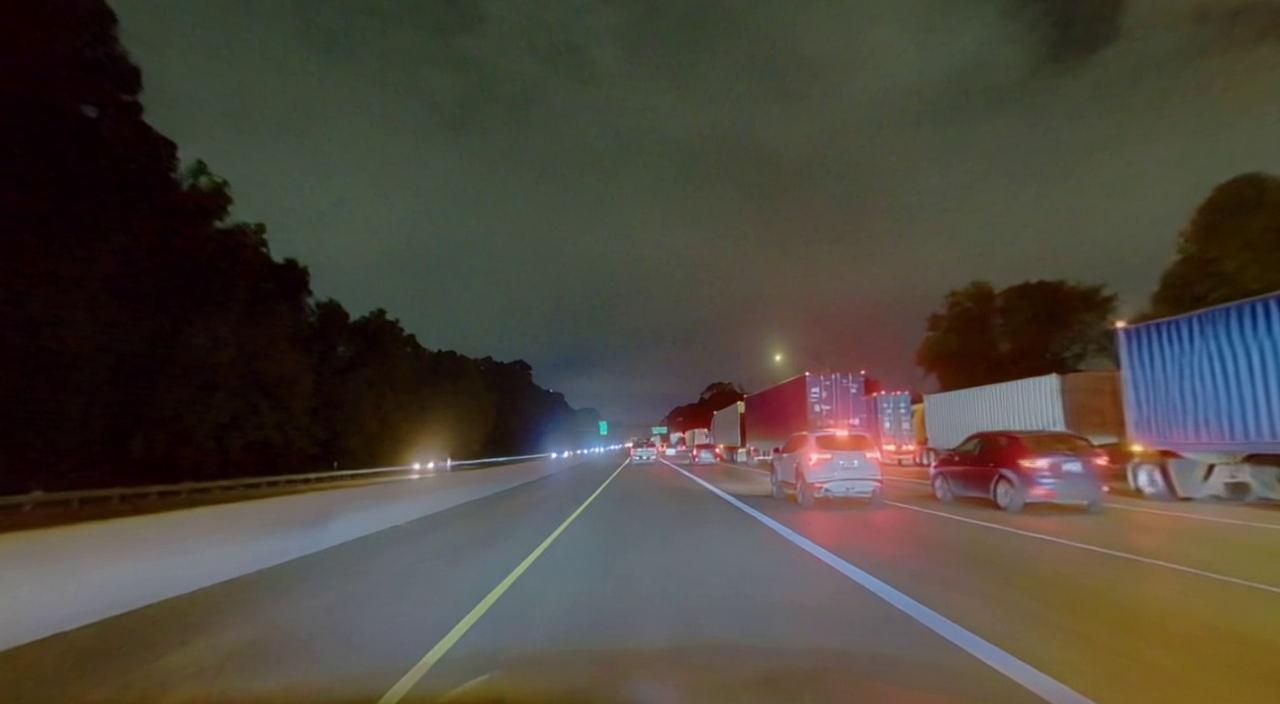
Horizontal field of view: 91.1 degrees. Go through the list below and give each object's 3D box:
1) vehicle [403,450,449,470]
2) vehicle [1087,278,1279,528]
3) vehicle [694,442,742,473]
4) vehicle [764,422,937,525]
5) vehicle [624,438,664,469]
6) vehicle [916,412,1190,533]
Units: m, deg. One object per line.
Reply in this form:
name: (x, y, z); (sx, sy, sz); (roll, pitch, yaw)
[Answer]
vehicle: (-16.715, 8.446, 49.244); (1.906, 1.453, 4.484); (0, -8, 1)
vehicle: (11.552, 0.768, 9.650); (2.998, 3.893, 8.456); (0, -8, 0)
vehicle: (3.995, 5.453, 32.788); (1.888, 1.501, 4.608); (0, -8, 0)
vehicle: (3.922, 2.319, 12.582); (1.972, 1.693, 4.139); (0, -8, -1)
vehicle: (0.273, 6.188, 38.477); (2.313, 1.736, 4.215); (0, -8, 1)
vehicle: (7.392, 2.189, 12.035); (1.985, 1.835, 4.681); (0, -8, -1)
